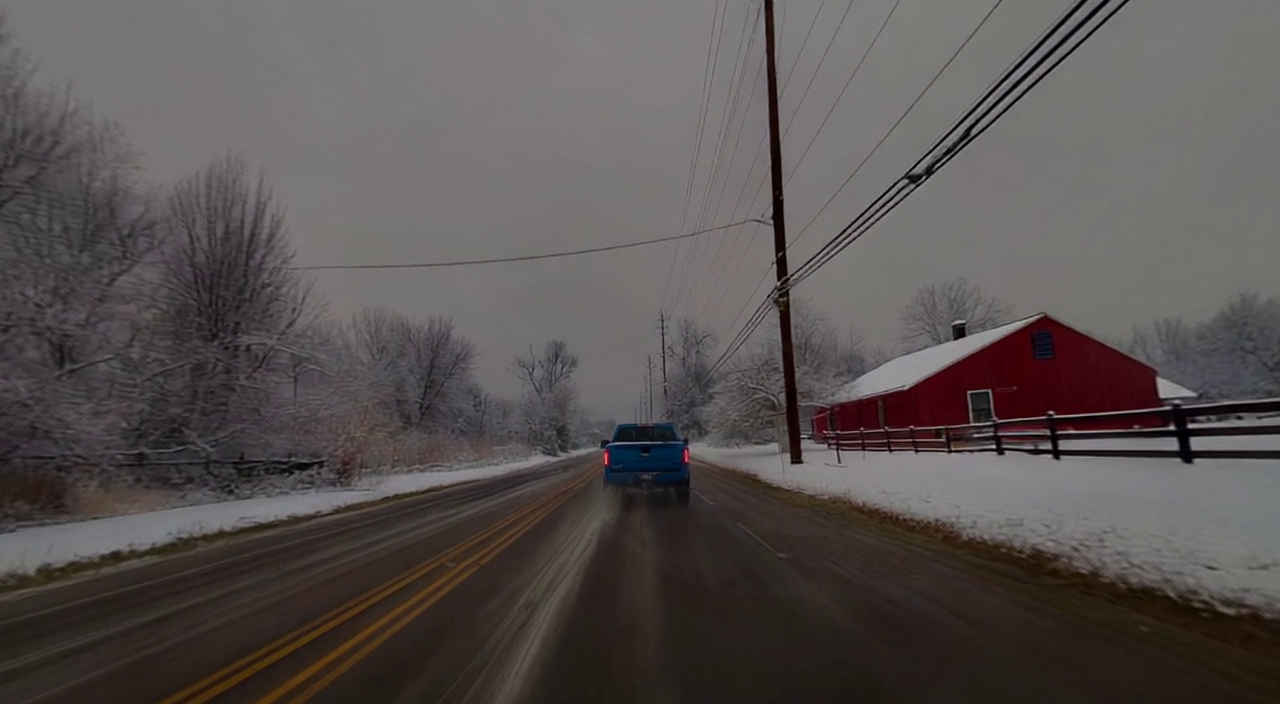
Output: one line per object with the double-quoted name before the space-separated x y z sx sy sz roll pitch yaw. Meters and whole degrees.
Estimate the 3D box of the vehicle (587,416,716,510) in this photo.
"vehicle" 0.159 2.790 16.433 2.693 1.941 6.356 0 -8 -1
